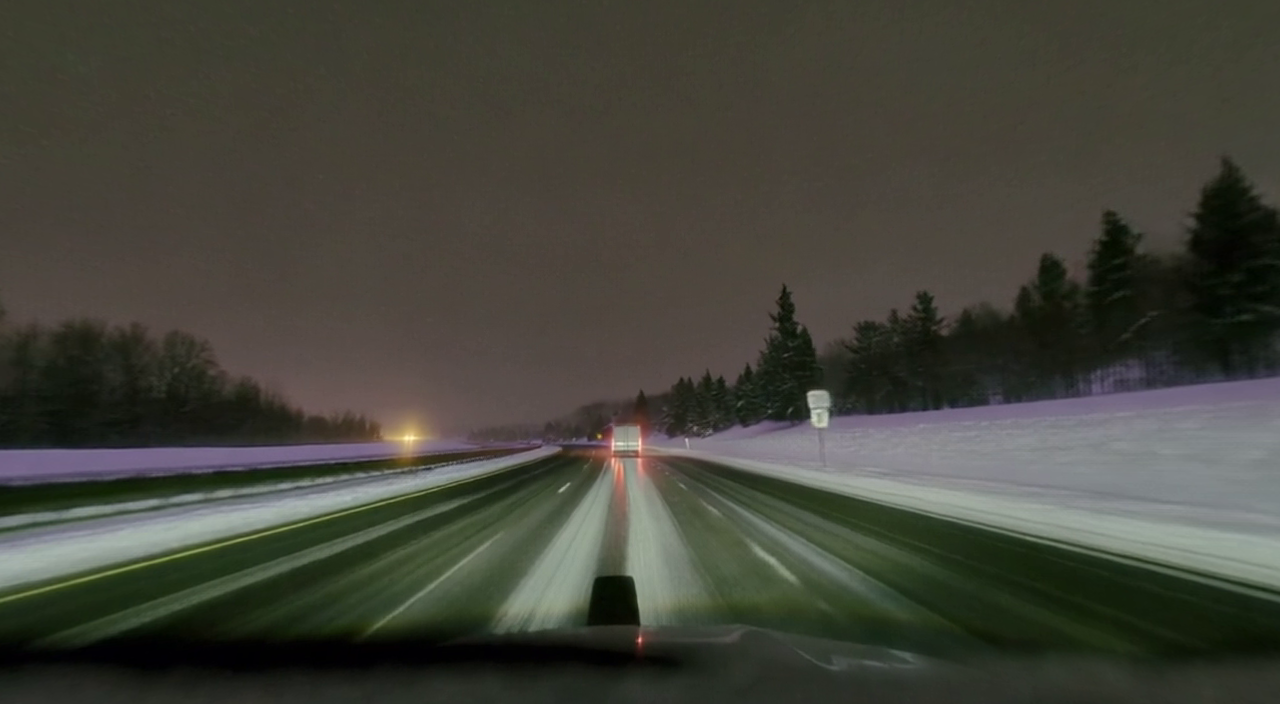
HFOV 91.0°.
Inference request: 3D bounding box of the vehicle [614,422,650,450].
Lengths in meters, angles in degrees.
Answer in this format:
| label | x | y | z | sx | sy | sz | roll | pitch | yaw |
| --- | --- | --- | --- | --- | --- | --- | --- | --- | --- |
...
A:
| label | x | y | z | sx | sy | sz | roll | pitch | yaw |
| --- | --- | --- | --- | --- | --- | --- | --- | --- | --- |
| vehicle | -0.568 | 5.352 | 39.941 | 2.157 | 1.647 | 4.524 | 0 | -8 | -3 |
